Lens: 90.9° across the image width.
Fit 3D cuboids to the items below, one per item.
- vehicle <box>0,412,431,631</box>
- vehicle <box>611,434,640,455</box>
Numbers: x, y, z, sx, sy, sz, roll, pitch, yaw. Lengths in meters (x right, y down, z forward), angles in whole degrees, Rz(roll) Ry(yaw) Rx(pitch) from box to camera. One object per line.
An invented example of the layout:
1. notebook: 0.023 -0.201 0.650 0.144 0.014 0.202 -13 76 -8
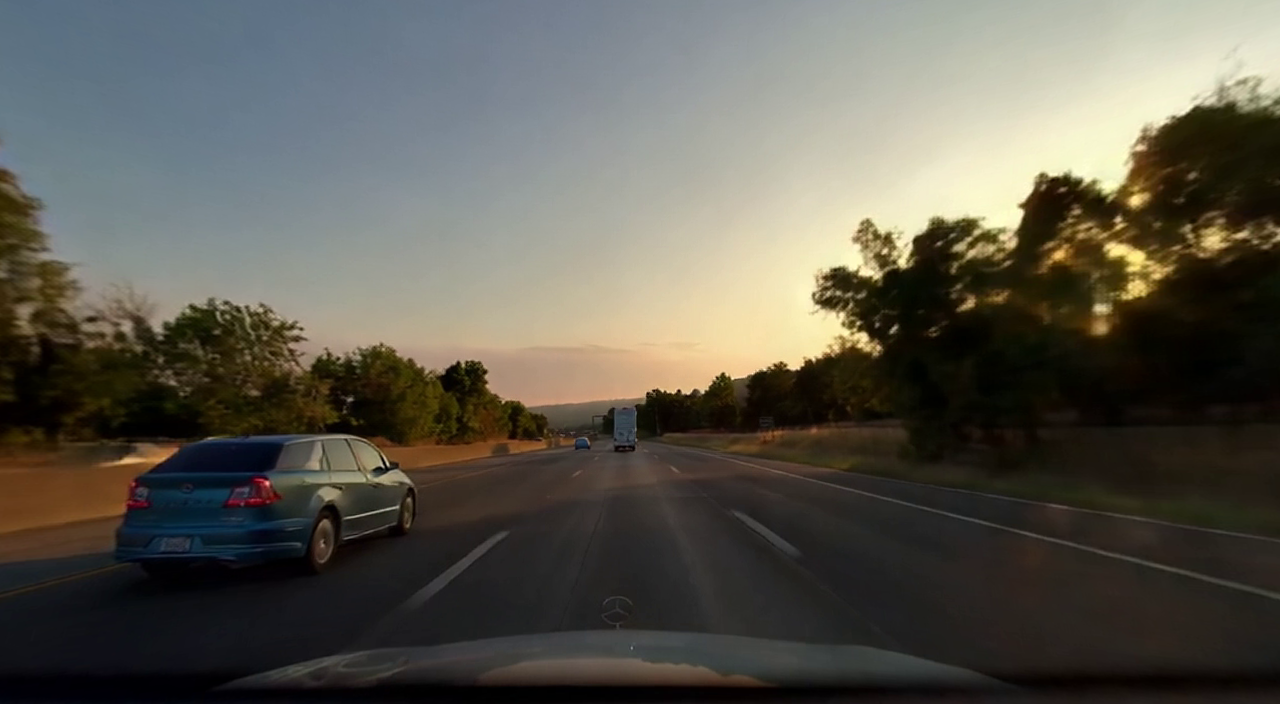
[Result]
1. vehicle: -3.786 1.441 6.426 1.931 1.483 4.105 0 -8 -1
2. vehicle: -1.105 7.295 49.812 2.162 1.616 4.242 0 -8 -1
